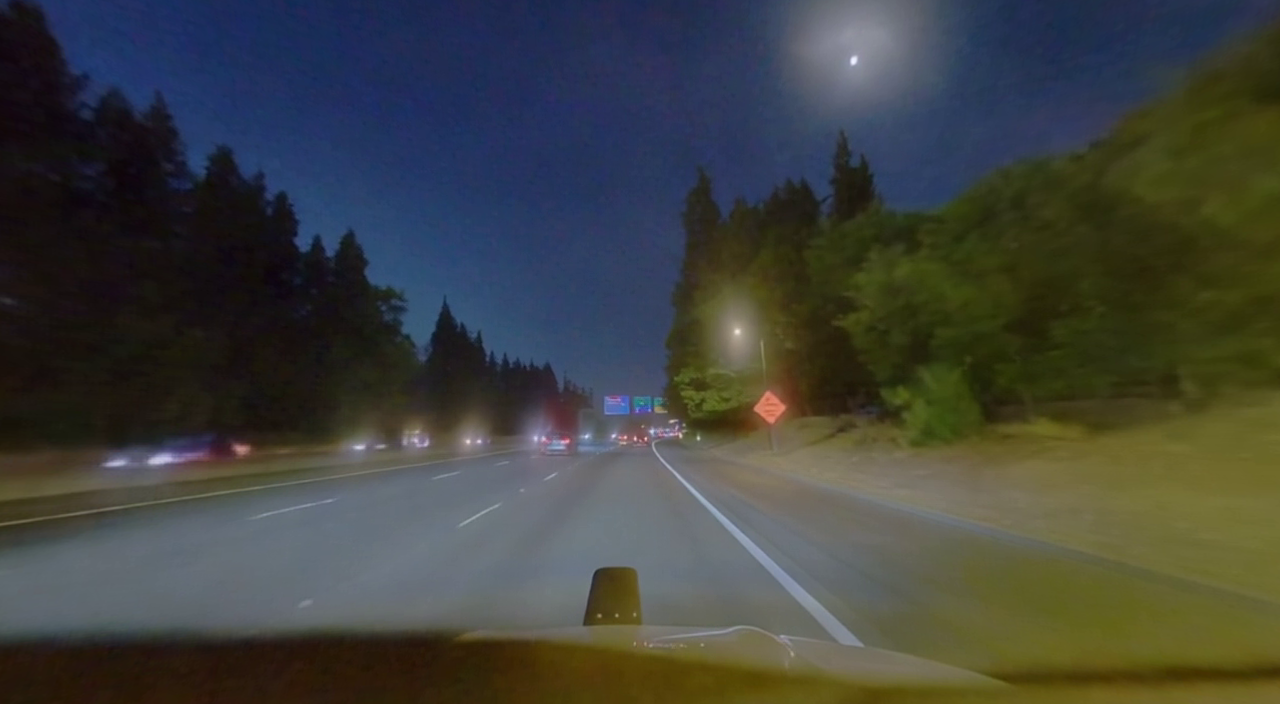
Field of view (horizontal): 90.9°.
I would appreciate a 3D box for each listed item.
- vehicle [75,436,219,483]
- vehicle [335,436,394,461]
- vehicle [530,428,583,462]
[{"bbox_3d":[-16.839,3.642,21.815,1.837,1.429,3.986,0,-7,-1],"label":"vehicle"},{"bbox_3d":[-16.701,5.828,38.405,1.791,1.430,3.919,0,-7,0],"label":"vehicle"},{"bbox_3d":[-4.190,4.727,32.327,2.052,1.626,4.514,0,-7,1],"label":"vehicle"}]
